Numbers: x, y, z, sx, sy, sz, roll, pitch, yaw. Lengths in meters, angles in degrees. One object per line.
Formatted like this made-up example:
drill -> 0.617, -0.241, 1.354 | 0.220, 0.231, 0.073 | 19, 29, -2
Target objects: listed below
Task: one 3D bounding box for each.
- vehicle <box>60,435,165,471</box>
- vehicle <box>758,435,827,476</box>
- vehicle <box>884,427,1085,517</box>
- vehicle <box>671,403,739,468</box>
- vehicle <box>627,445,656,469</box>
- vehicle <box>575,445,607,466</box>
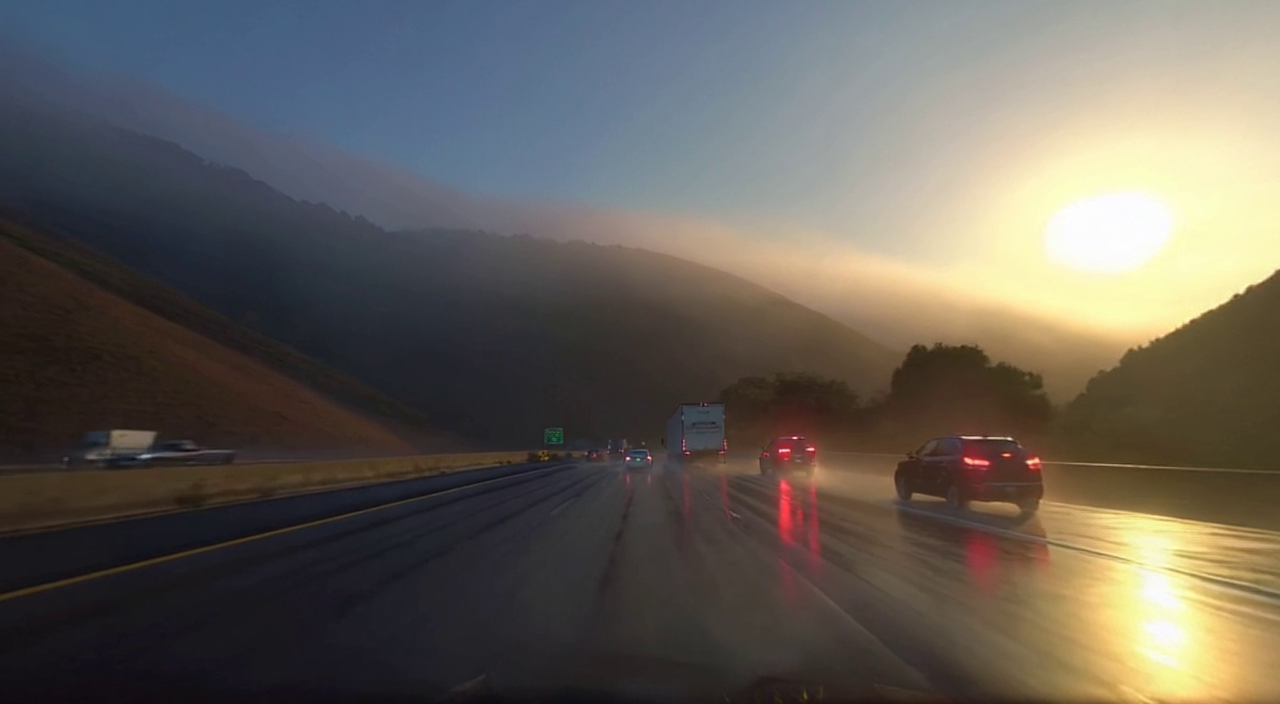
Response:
vehicle -> -39.465, 7.567, 47.372 | 2.736, 2.463, 5.726 | 0, -9, 1
vehicle -> 7.269, 4.977, 30.518 | 2.143, 1.775, 4.729 | 0, -9, 0
vehicle -> 7.397, 2.615, 14.201 | 2.044, 1.676, 4.421 | 0, -9, 1
vehicle -> 3.880, 5.477, 40.522 | 3.130, 3.607, 11.129 | 0, -9, 0
vehicle -> 0.070, 7.013, 42.262 | 1.866, 1.492, 3.932 | 0, -9, -1
vehicle -> -3.747, 7.979, 48.650 | 2.132, 1.506, 4.256 | 0, -9, 0
